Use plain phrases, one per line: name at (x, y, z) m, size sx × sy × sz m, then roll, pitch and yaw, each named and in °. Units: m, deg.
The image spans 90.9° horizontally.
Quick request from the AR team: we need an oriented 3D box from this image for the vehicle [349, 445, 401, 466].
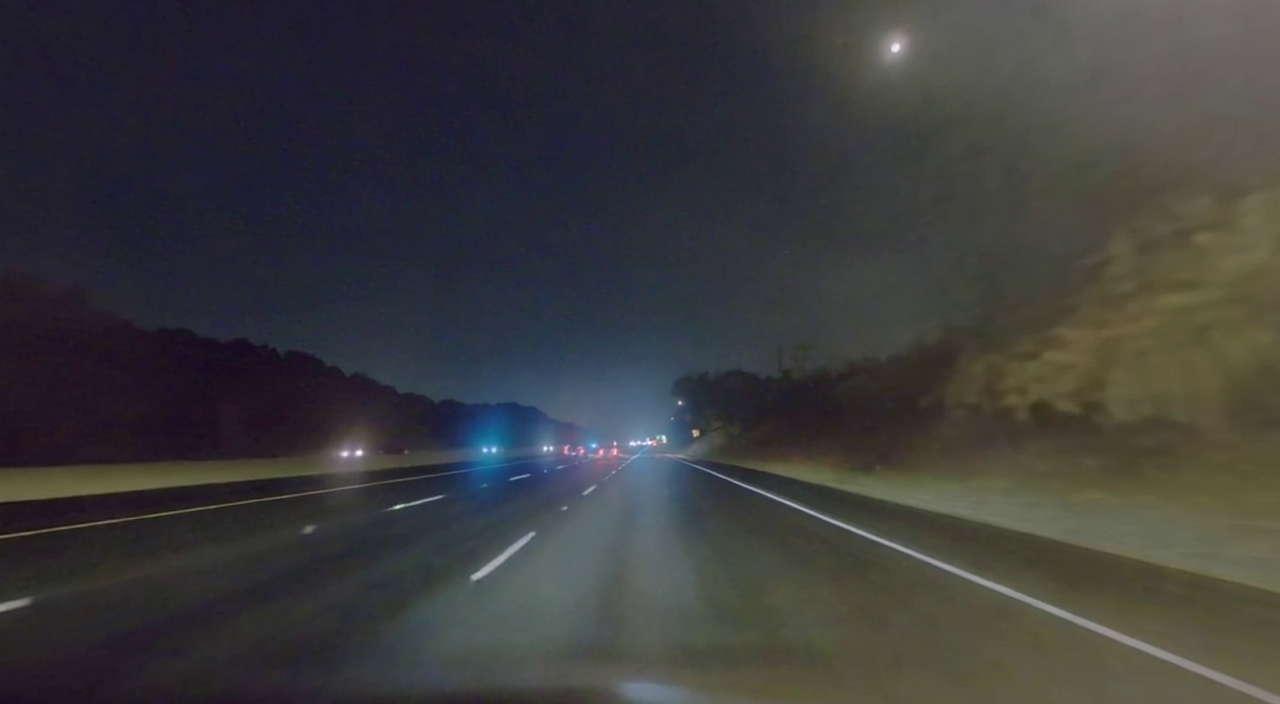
vehicle at (-18.823, 7.349, 44.939) m, size 2.027 × 1.411 × 3.768 m, roll 0°, pitch -8°, yaw 2°
